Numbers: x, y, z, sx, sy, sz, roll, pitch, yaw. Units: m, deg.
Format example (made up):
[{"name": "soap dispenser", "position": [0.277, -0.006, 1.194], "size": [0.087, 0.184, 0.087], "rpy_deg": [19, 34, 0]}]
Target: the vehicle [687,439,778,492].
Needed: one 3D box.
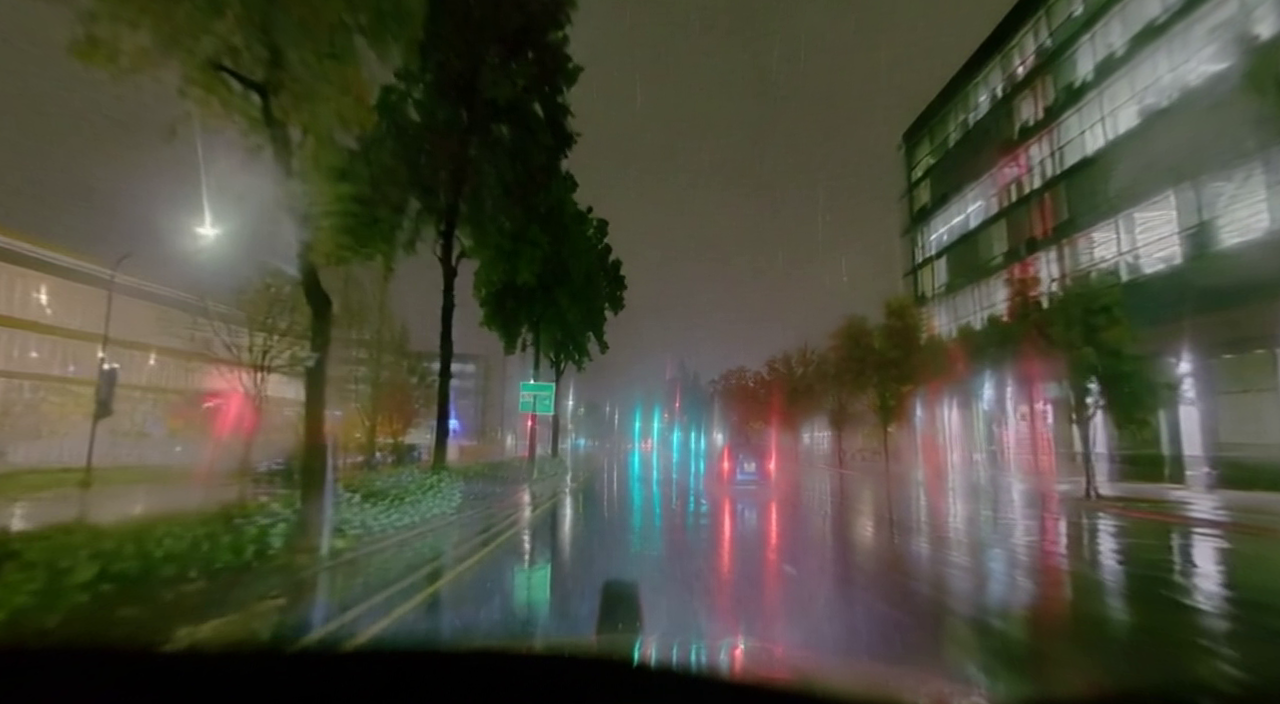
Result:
[{"name": "vehicle", "position": [2.824, 3.583, 20.311], "size": [2.131, 1.491, 4.496], "rpy_deg": [0, -8, -1]}]

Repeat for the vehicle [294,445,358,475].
[{"name": "vehicle", "position": [-19.621, 6.726, 39.690], "size": [1.875, 1.734, 4.252], "rpy_deg": [0, -8, -1]}]

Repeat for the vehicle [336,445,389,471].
[{"name": "vehicle", "position": [-19.765, 7.557, 45.171], "size": [1.748, 1.729, 4.394], "rpy_deg": [0, -8, 0]}]

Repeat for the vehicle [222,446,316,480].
[{"name": "vehicle", "position": [-19.627, 5.865, 33.735], "size": [1.977, 1.687, 4.909], "rpy_deg": [0, -8, 1]}]
